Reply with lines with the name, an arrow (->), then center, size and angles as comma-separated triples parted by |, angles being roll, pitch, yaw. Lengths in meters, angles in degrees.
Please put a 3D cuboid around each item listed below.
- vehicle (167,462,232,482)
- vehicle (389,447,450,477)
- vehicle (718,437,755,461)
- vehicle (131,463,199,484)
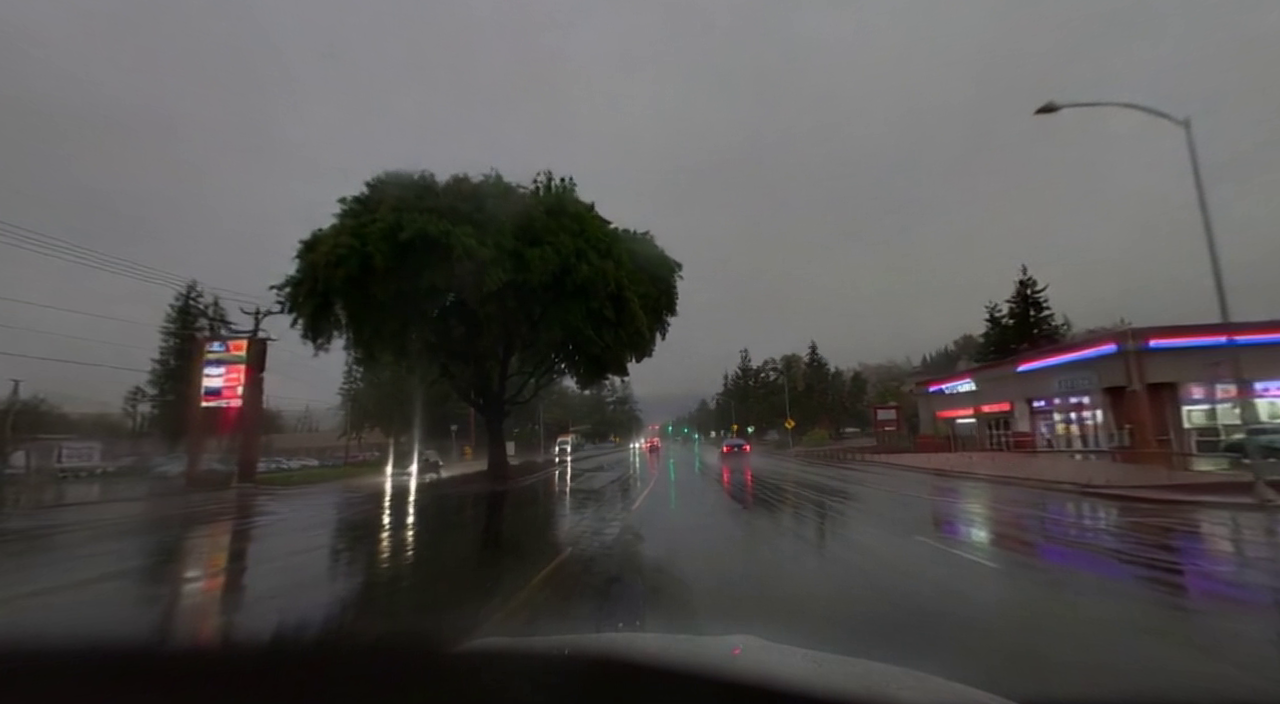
vehicle -> -33.956, 9.233, 48.756 | 3.780, 1.444, 1.678 | 0, -8, 2
vehicle -> -13.553, 6.750, 39.085 | 1.938, 1.743, 4.310 | -1, -9, 4
vehicle -> 6.918, 7.016, 45.533 | 1.957, 1.643, 4.226 | 0, -9, 0
vehicle -> -34.994, 8.953, 46.587 | 3.653, 1.445, 1.657 | 0, -9, 0
